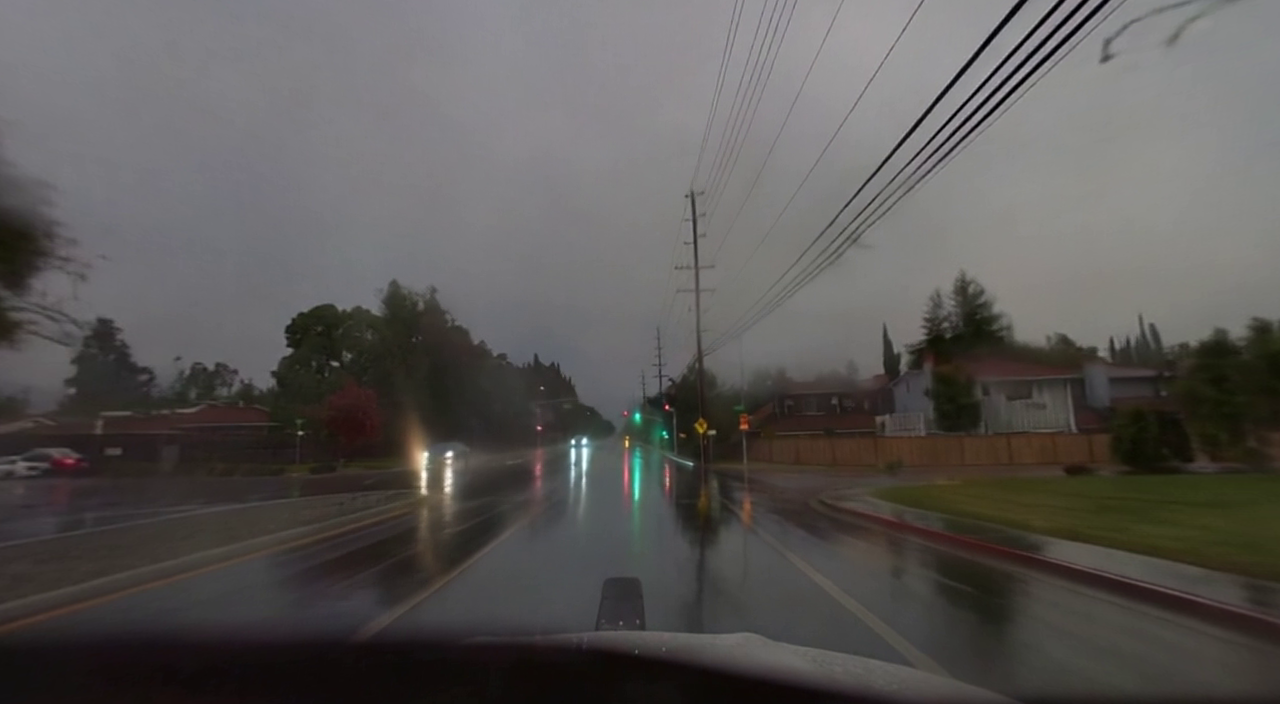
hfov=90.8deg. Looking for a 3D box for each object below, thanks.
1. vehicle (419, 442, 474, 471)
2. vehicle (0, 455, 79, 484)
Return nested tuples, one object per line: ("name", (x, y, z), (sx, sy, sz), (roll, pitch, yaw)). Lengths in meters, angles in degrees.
("vehicle", (-12.047, 6.510, 39.640), (2.072, 1.680, 4.705), (0, -9, -1))
("vehicle", (-31.174, 5.869, 31.581), (4.267, 1.381, 1.786), (1, -9, -6))
